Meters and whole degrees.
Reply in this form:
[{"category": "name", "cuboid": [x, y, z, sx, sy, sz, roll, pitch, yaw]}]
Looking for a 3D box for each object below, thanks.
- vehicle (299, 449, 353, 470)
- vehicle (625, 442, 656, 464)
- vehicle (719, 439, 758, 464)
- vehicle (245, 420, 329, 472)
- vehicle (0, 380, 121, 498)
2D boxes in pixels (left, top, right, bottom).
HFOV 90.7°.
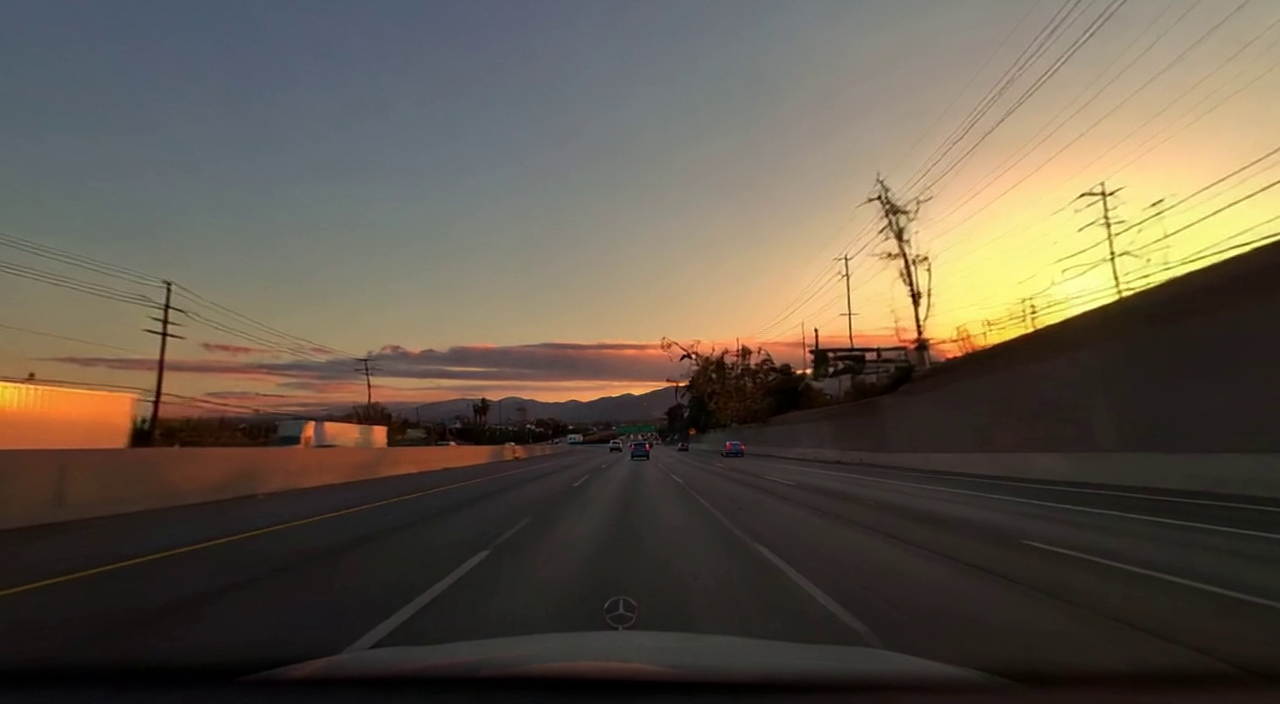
[{"category": "vehicle", "cuboid": [-22.967, 7.846, 46.422, 1.953, 1.461, 3.902, 0, -8, 0]}, {"category": "vehicle", "cuboid": [0.023, 7.342, 46.052, 2.109, 1.489, 4.027, 0, -8, 0]}, {"category": "vehicle", "cuboid": [7.051, 7.190, 45.673, 2.005, 1.687, 4.259, 0, -8, -1]}, {"category": "vehicle", "cuboid": [-26.984, 7.234, 48.747, 2.994, 3.687, 5.869, 0, -8, -1]}, {"category": "vehicle", "cuboid": [-23.240, 2.719, 19.799, 2.802, 3.982, 13.268, 0, -8, 0]}]
